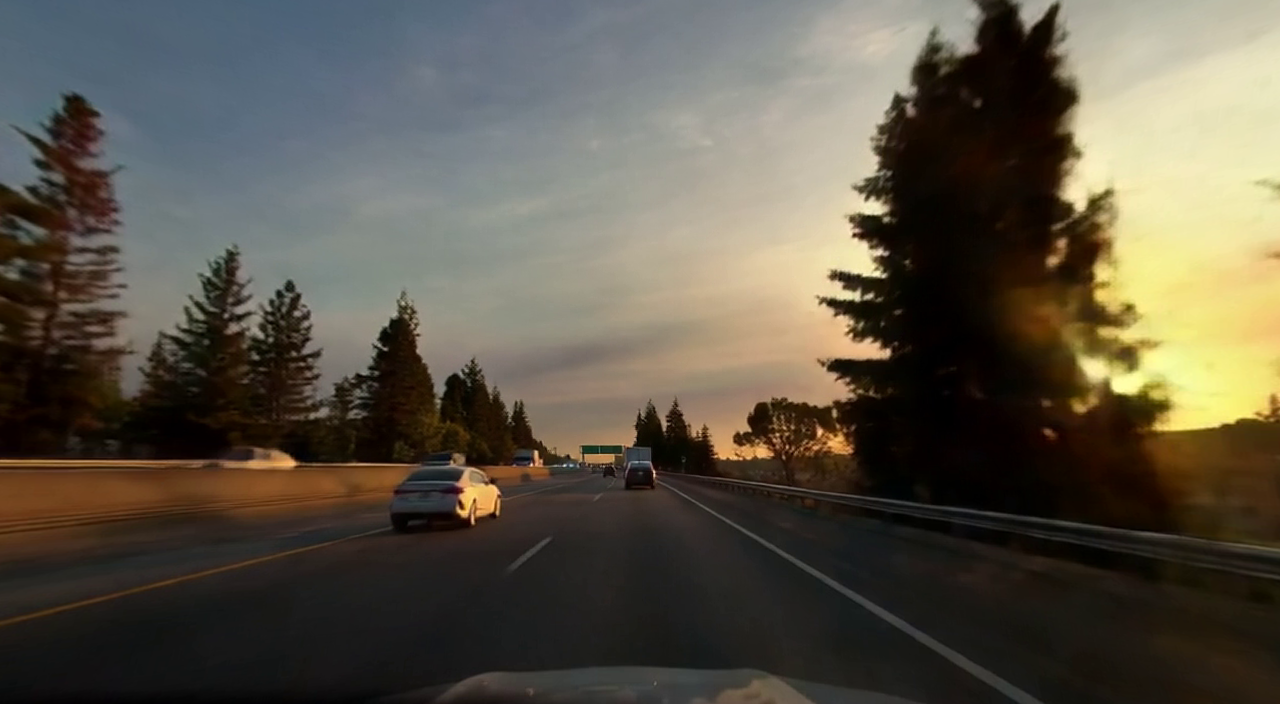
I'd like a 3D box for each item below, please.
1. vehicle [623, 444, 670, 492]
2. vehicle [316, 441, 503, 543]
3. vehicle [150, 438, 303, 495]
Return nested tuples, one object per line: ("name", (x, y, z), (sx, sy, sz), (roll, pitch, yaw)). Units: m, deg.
("vehicle", (0.296, 6.791, 36.858), (2.482, 2.549, 5.447), (1, -11, -1))
("vehicle", (-4.170, 2.644, 12.233), (2.100, 1.605, 3.883), (1, -11, 0))
("vehicle", (-12.689, 3.594, 19.714), (1.995, 1.543, 4.047), (1, -11, 0))
